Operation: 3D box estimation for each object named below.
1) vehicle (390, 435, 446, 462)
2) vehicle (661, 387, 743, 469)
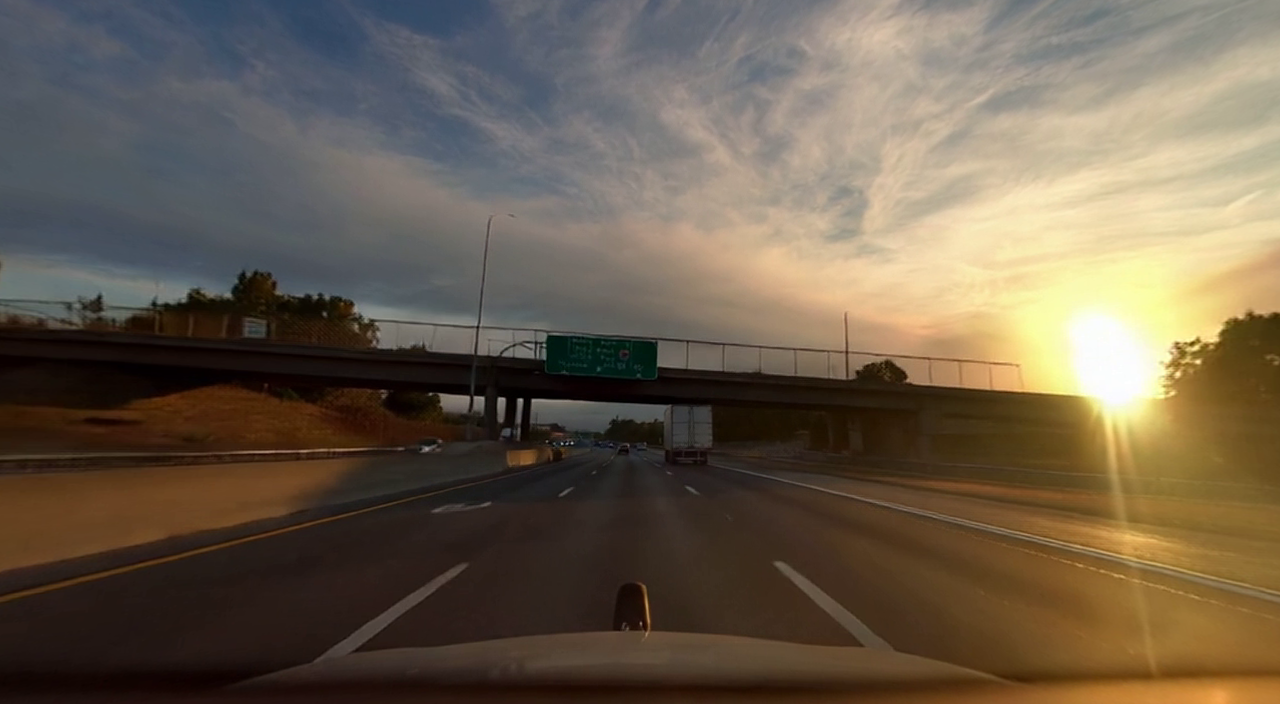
[{"bbox_3d":[-12.352,5.394,35.308,1.788,1.438,3.945,0,-9,-1],"label":"vehicle"},{"bbox_3d":[3.510,5.048,40.253,3.323,4.262,14.056,0,-9,-2],"label":"vehicle"}]
